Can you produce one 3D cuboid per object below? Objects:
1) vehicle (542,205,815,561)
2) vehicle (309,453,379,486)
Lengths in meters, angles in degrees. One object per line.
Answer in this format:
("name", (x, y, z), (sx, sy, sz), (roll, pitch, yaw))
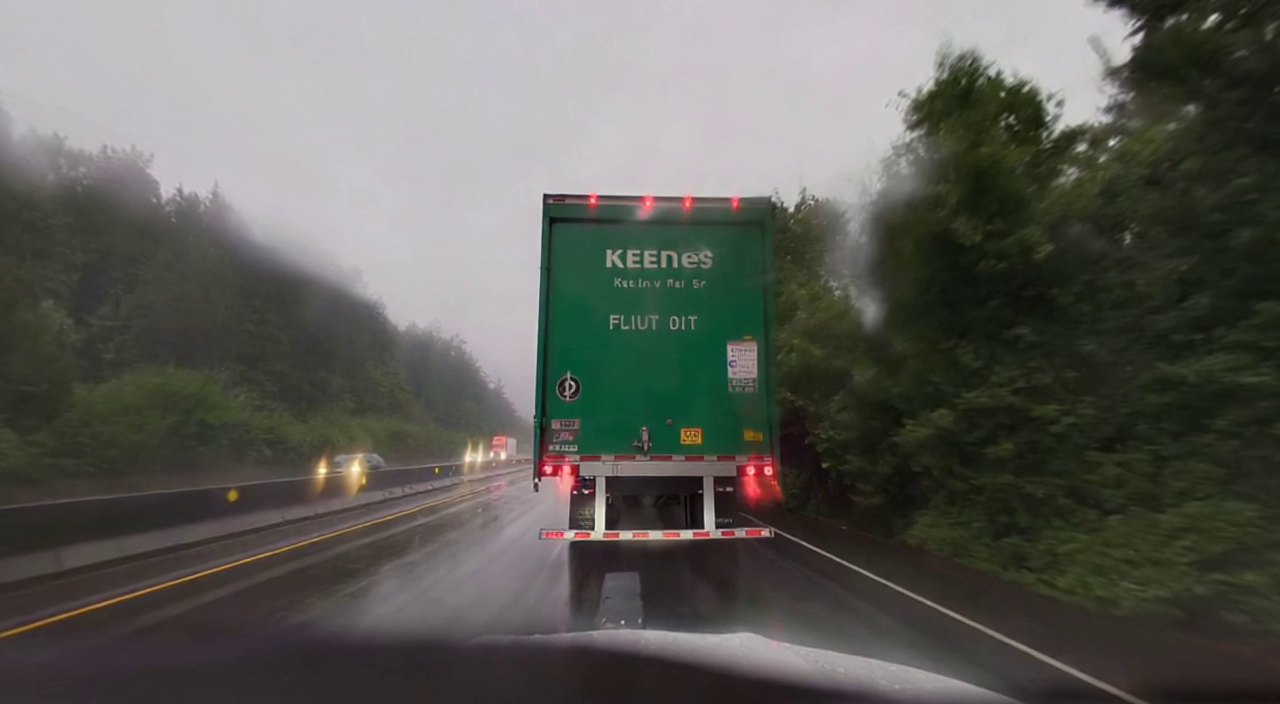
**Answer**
("vehicle", (0.229, 1.425, 14.868), (3.230, 4.377, 14.405), (0, -9, -2))
("vehicle", (-13.449, 5.338, 28.828), (1.676, 1.390, 3.433), (0, -9, -4))
